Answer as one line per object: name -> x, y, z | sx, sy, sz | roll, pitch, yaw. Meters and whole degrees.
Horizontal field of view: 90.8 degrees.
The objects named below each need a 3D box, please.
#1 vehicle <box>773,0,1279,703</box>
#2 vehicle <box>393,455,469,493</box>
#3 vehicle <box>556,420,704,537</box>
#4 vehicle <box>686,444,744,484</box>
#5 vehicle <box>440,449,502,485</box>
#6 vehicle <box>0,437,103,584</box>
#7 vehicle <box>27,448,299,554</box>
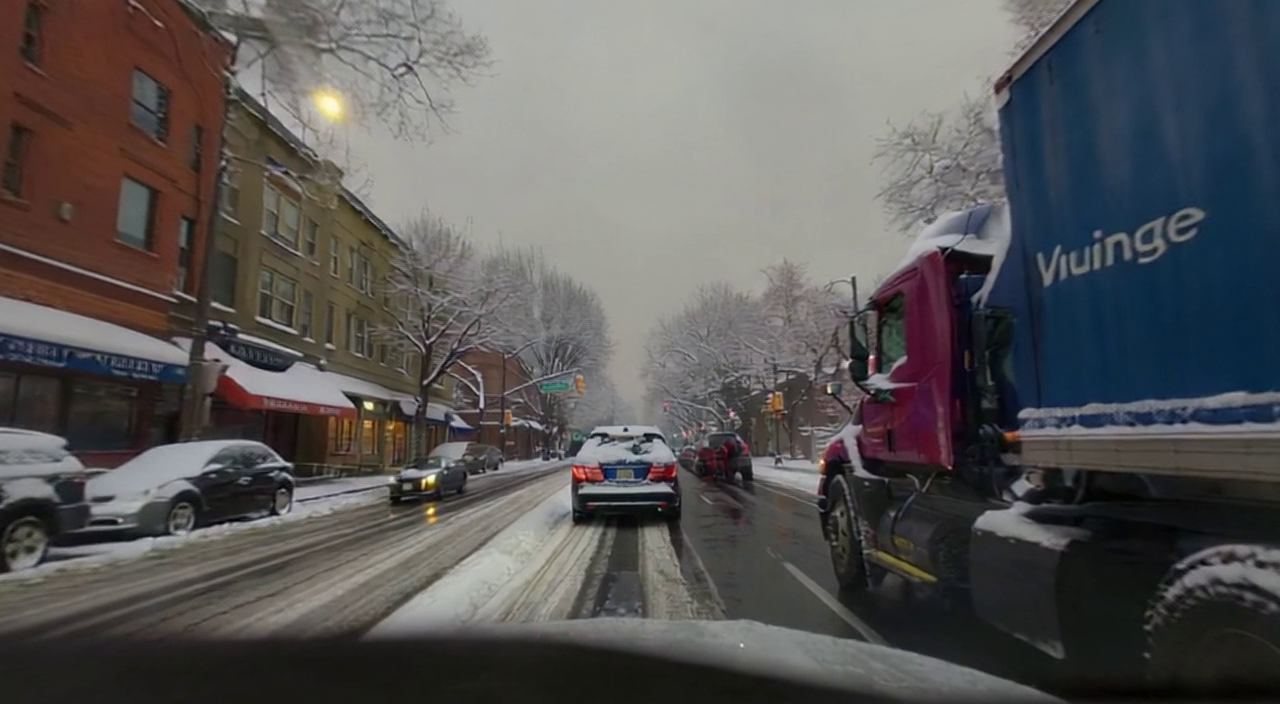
vehicle -> 2.983, -0.006, 2.390 | 2.913, 3.771, 9.716 | 0, -8, 1
vehicle -> -8.698, 5.092, 26.732 | 1.805, 1.379, 4.359 | 0, -8, -1
vehicle -> -0.170, 2.308, 12.127 | 2.283, 1.783, 4.548 | 0, -8, 0
vehicle -> 3.387, 5.126, 29.332 | 2.159, 1.696, 4.316 | 0, -9, 0
vehicle -> -8.674, 5.940, 32.877 | 2.084, 1.686, 4.422 | 0, -9, -1
vehicle -> -8.797, 1.742, 6.419 | 2.065, 1.758, 5.144 | 0, -8, 1
vehicle -> -8.844, 2.734, 12.339 | 1.896, 1.652, 4.269 | -1, -9, 1
